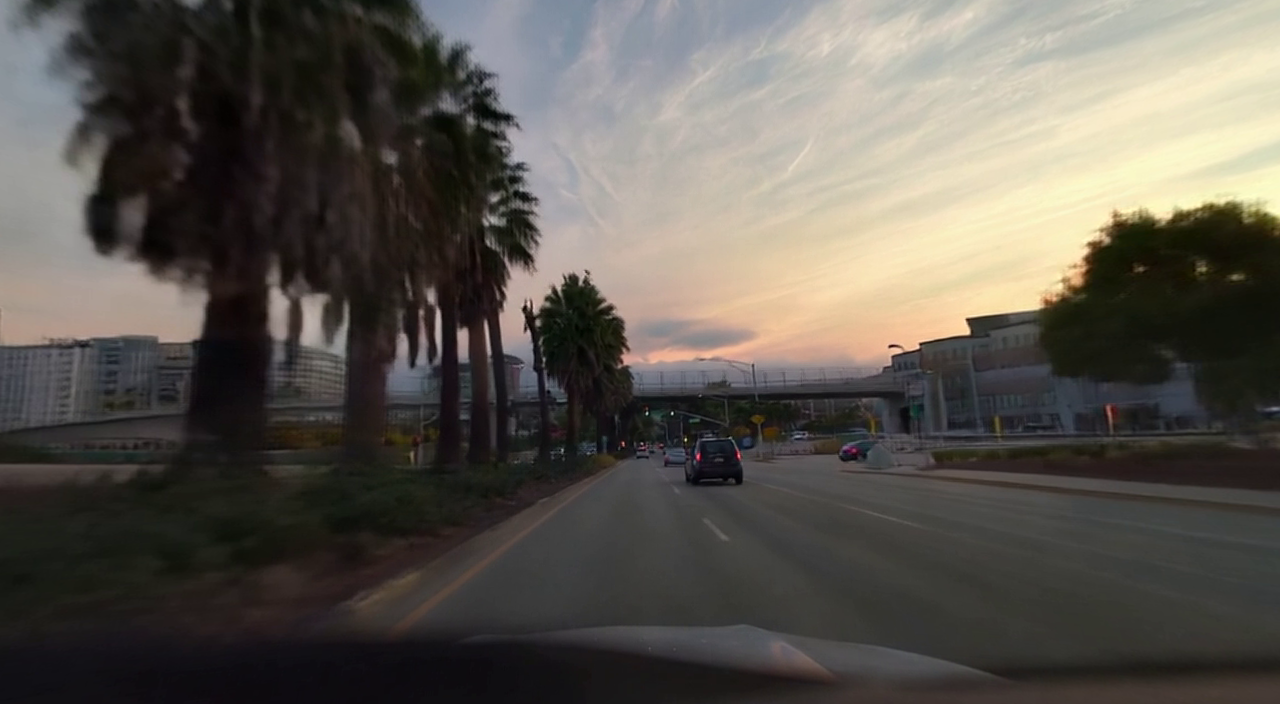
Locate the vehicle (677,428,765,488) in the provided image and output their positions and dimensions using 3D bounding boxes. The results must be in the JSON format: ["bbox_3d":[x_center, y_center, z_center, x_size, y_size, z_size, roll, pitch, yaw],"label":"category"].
[{"bbox_3d":[2.912,4.027,24.232,2.559,2.017,5.562,0,-9,0],"label":"vehicle"}]

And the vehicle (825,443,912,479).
[{"bbox_3d":[10.130,4.859,28.503,1.989,1.472,5.054,0,-9,0],"label":"vehicle"}]

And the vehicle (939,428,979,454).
[{"bbox_3d":[23.416,6.599,46.306,1.974,1.755,4.836,-6,-11,32],"label":"vehicle"}]
